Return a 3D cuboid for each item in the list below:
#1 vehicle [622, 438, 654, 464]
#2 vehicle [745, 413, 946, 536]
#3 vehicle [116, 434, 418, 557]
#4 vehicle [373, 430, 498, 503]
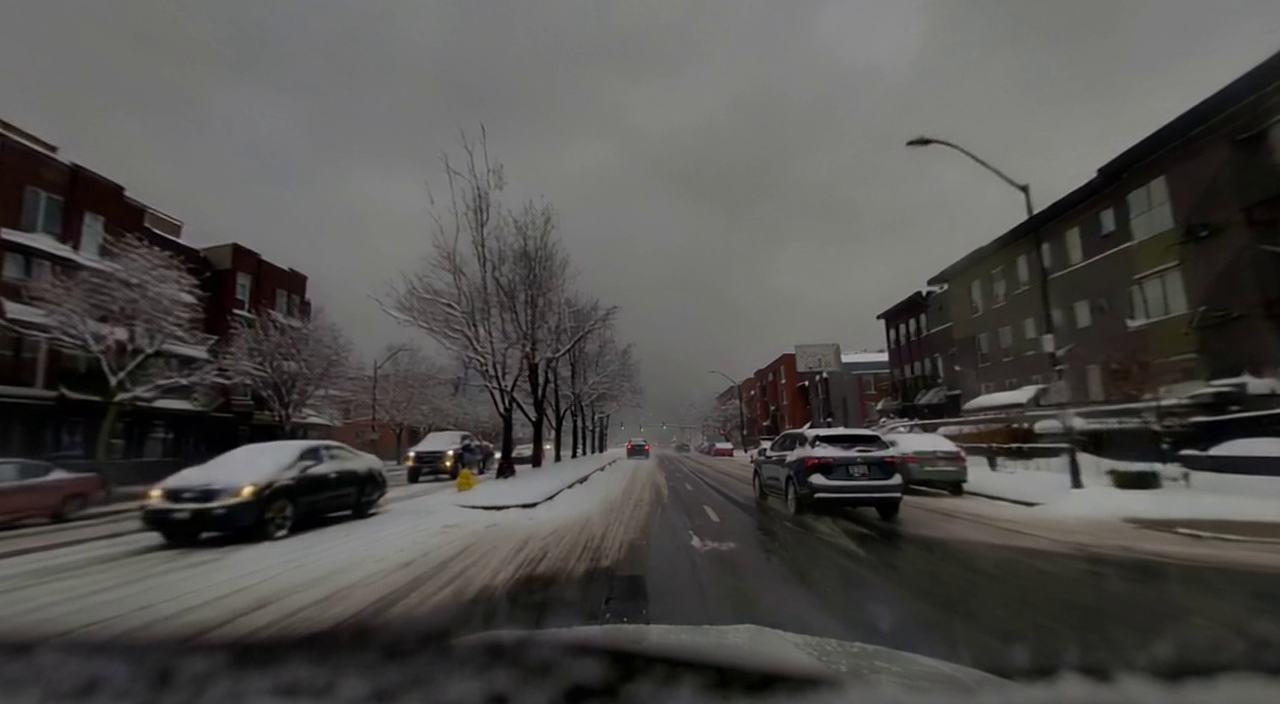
[{"bbox_3d":[-0.146,7.207,46.048,2.244,1.813,4.129,0,-8,0],"label":"vehicle"},{"bbox_3d":[3.338,2.097,11.402,2.071,1.747,4.549,0,-8,0],"label":"vehicle"},{"bbox_3d":[-5.621,2.149,10.437,2.012,1.501,4.626,-2,-7,3],"label":"vehicle"},{"bbox_3d":[-5.665,3.175,18.198,2.034,1.771,4.795,-1,-7,0],"label":"vehicle"}]
